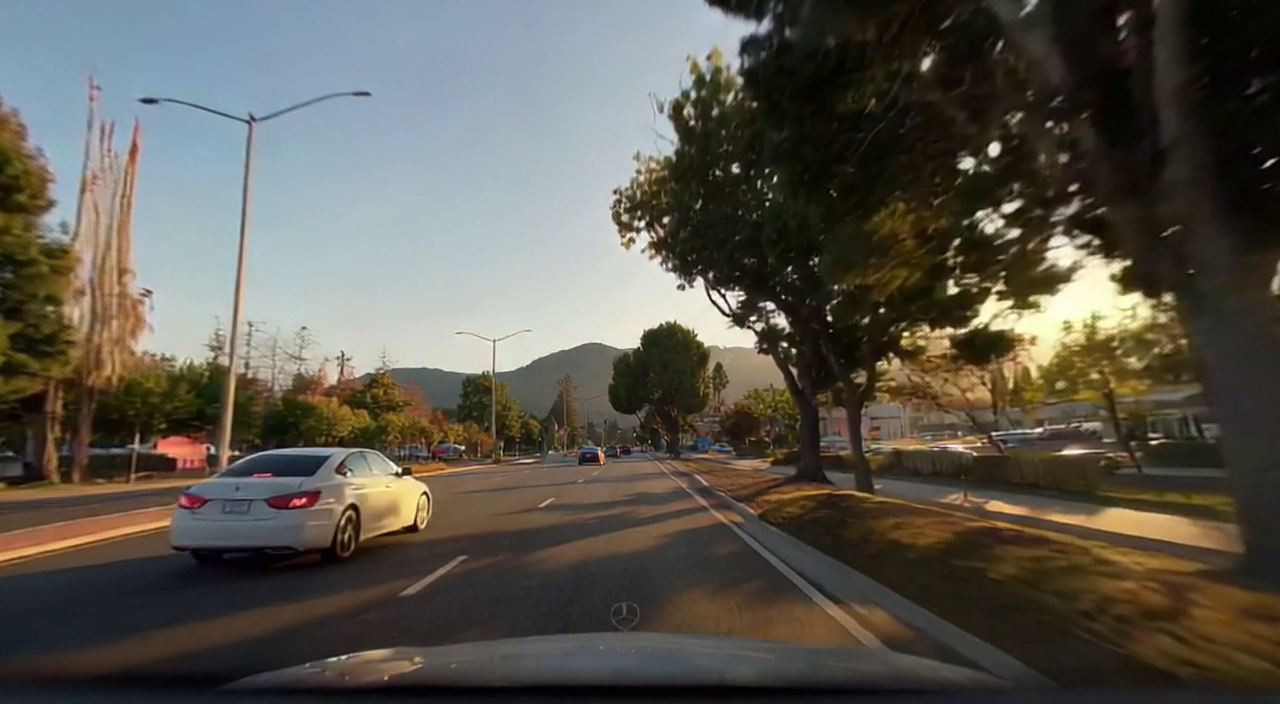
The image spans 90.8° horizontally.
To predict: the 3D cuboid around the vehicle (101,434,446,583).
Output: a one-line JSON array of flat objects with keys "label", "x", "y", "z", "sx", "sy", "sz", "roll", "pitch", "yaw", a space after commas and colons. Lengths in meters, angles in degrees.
[{"label": "vehicle", "x": -4.320, "y": 1.885, "z": 8.536, "sx": 2.003, "sy": 1.454, "sz": 4.484, "roll": 0, "pitch": -8, "yaw": -1}]
